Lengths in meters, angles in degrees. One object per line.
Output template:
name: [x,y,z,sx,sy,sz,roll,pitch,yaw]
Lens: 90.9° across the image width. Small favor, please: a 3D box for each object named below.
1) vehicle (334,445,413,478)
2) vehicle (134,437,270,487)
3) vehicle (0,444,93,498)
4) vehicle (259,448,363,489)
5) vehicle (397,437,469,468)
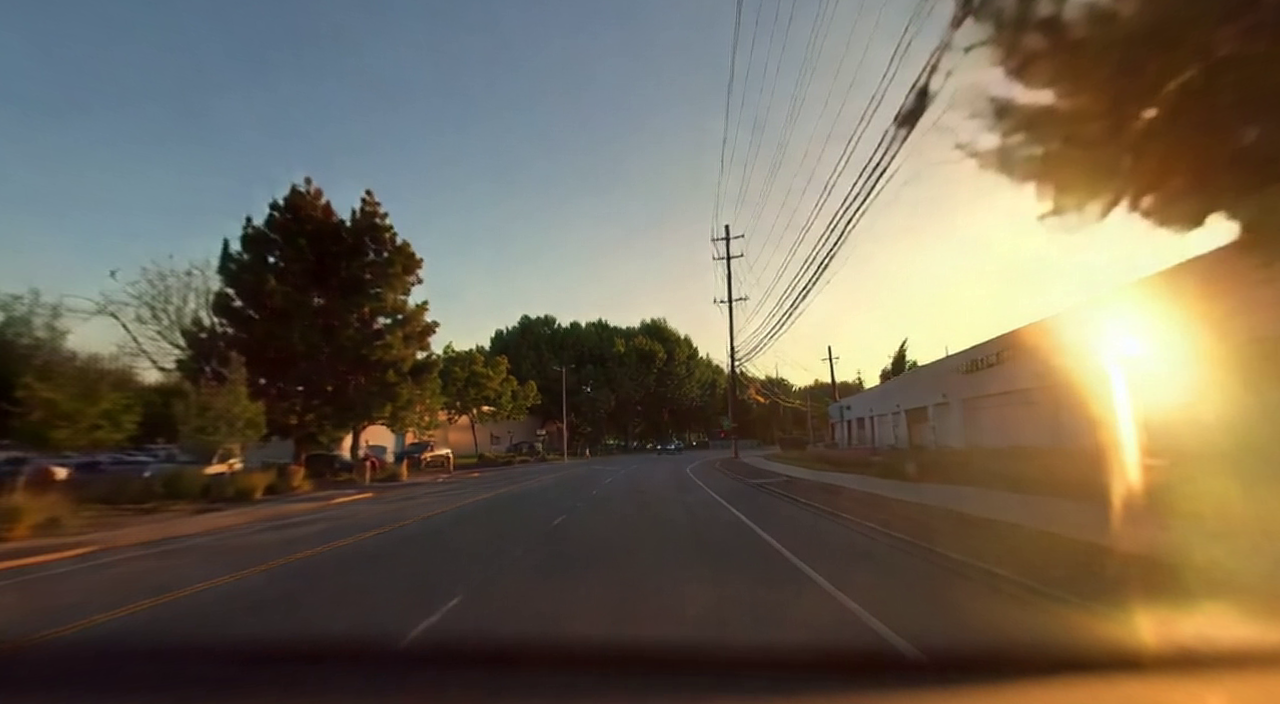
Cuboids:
vehicle: [-13.945,5.715,33.305,2.070,1.577,4.652,0,-8,1]
vehicle: [-19.542,4.909,28.569,2.099,2.038,5.624,0,-8,0]
vehicle: [-23.414,4.496,23.579,5.135,1.765,2.062,-6,-8,19]
vehicle: [-14.317,5.056,27.762,2.122,1.440,4.601,-4,-8,0]
vehicle: [-15.173,7.484,46.733,2.502,2.113,6.488,-1,-9,6]
